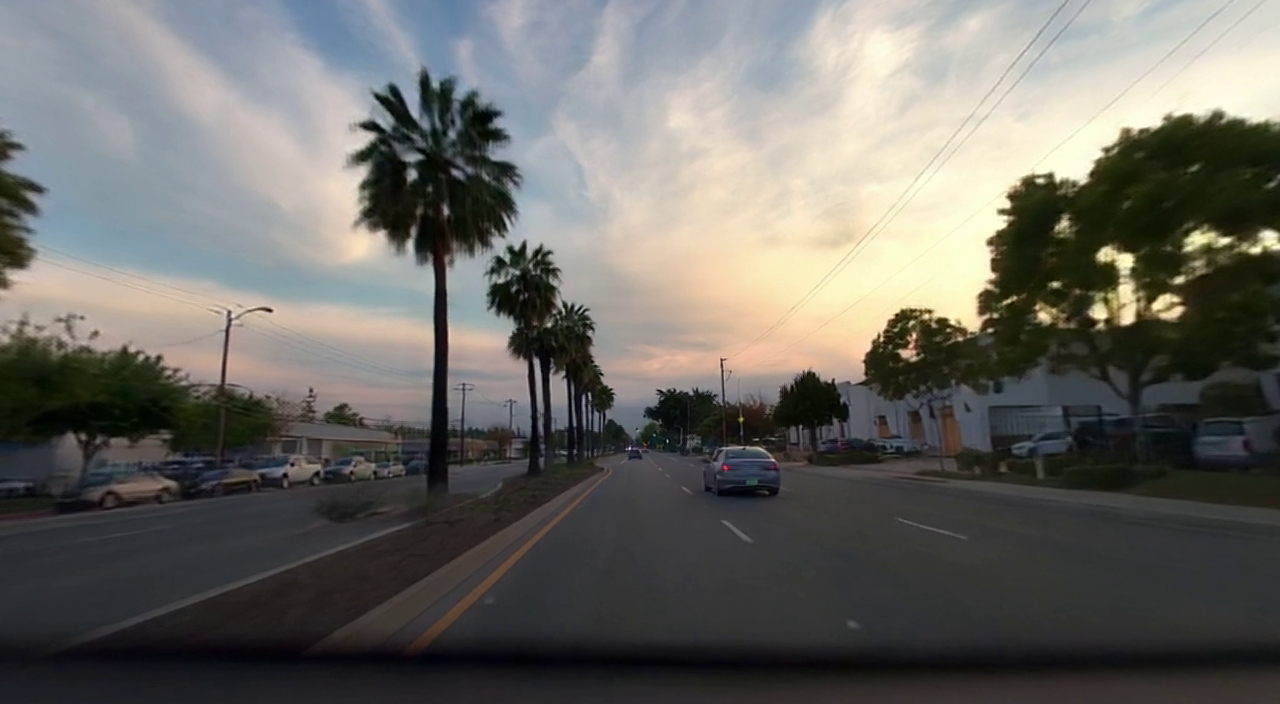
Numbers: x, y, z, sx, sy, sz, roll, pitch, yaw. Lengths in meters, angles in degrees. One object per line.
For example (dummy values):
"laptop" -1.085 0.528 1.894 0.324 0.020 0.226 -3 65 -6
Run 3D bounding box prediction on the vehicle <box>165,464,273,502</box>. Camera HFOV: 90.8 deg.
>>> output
"vehicle" -18.838 5.861 28.583 1.828 1.472 4.464 0 -9 0

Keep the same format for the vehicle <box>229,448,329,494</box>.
"vehicle" -19.288 6.342 34.112 2.344 2.232 5.170 0 -9 0

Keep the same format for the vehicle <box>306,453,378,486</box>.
"vehicle" -19.216 7.583 41.078 2.056 1.946 5.498 0 -9 -1

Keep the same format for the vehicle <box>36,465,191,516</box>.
"vehicle" -18.969 4.977 23.089 1.811 1.539 4.560 0 -9 -2

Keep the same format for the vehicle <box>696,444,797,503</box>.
"vehicle" 2.918 3.443 18.396 1.989 1.492 4.689 0 -9 -2

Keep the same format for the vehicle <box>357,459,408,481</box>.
"vehicle" -19.180 8.800 47.336 1.836 1.476 4.950 0 -9 -1
